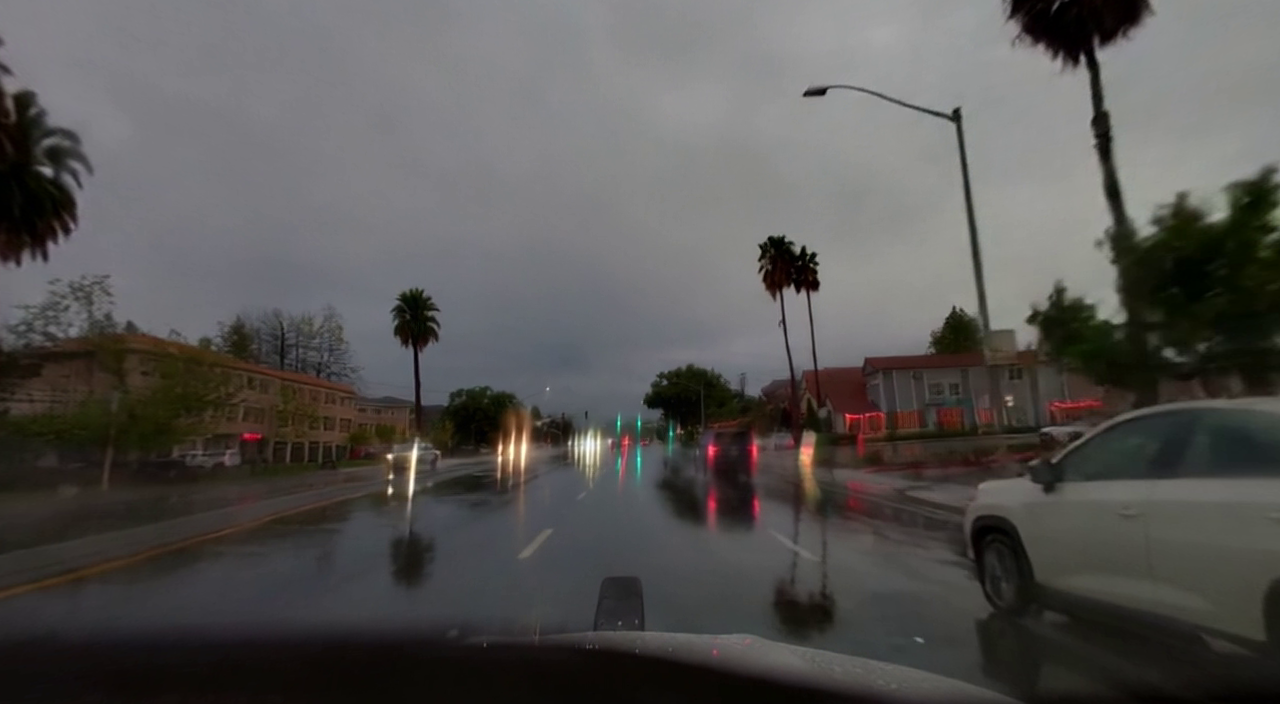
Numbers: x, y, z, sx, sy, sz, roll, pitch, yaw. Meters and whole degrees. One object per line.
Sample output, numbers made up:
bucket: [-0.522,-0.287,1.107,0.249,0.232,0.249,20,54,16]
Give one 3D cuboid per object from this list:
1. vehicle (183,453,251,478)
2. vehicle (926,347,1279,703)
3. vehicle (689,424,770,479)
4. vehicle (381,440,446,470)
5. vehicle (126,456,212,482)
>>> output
vehicle: [-30.232,8.089,45.120,1.871,1.534,4.524,0,-8,-2]
vehicle: [3.629,0.957,3.451,2.084,1.682,4.148,0,-8,-1]
vehicle: [3.293,3.789,24.134,2.244,1.901,4.561,0,-8,-3]
vehicle: [-15.424,7.040,43.277,2.315,1.911,5.751,0,-8,1]
vehicle: [-30.009,7.440,40.295,1.820,1.454,4.709,0,-8,0]
